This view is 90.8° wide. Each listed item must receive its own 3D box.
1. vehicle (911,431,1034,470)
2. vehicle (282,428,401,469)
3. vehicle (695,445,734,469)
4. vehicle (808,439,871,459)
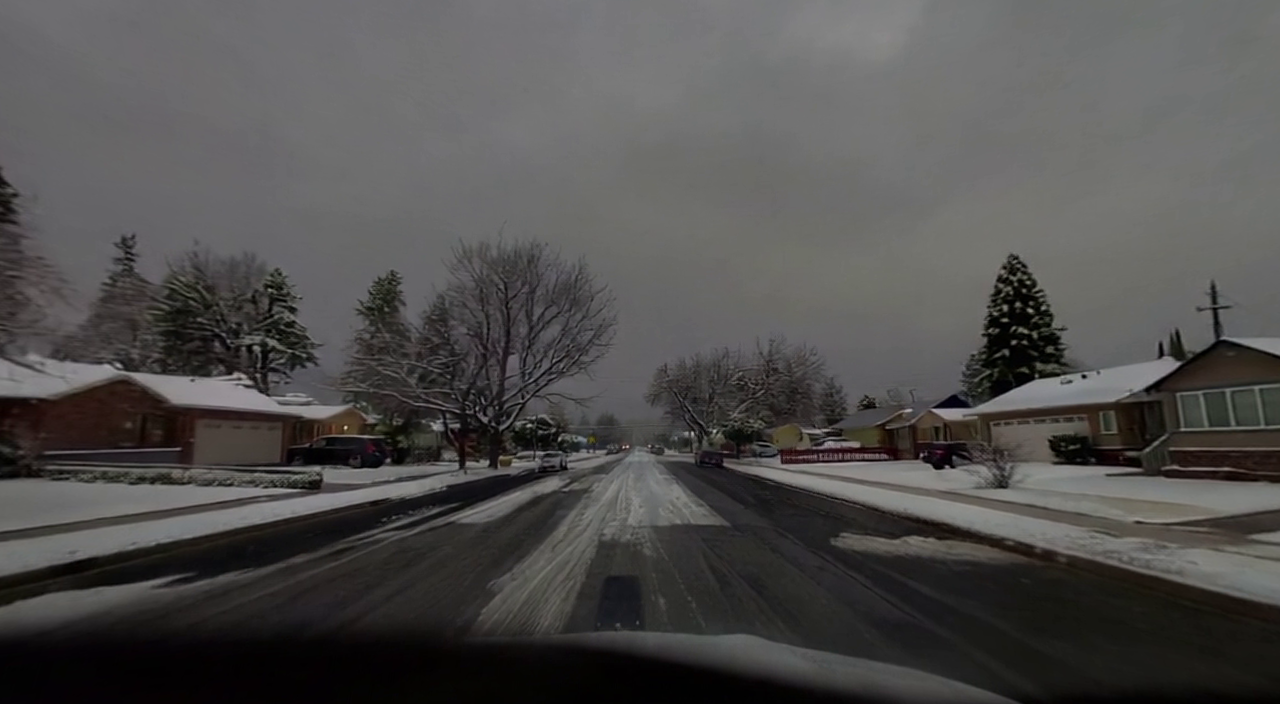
[{"bbox_3d":[14.372,4.224,27.430,4.391,1.555,1.953,1,-7,-11],"label":"vehicle"},{"bbox_3d":[-15.231,4.979,32.380,5.003,1.805,2.041,10,-12,-37],"label":"vehicle"},{"bbox_3d":[4.723,6.695,40.562,1.893,1.454,4.219,0,-8,-1],"label":"vehicle"},{"bbox_3d":[15.102,7.329,47.814,4.517,1.482,1.994,5,-10,-30],"label":"vehicle"}]
